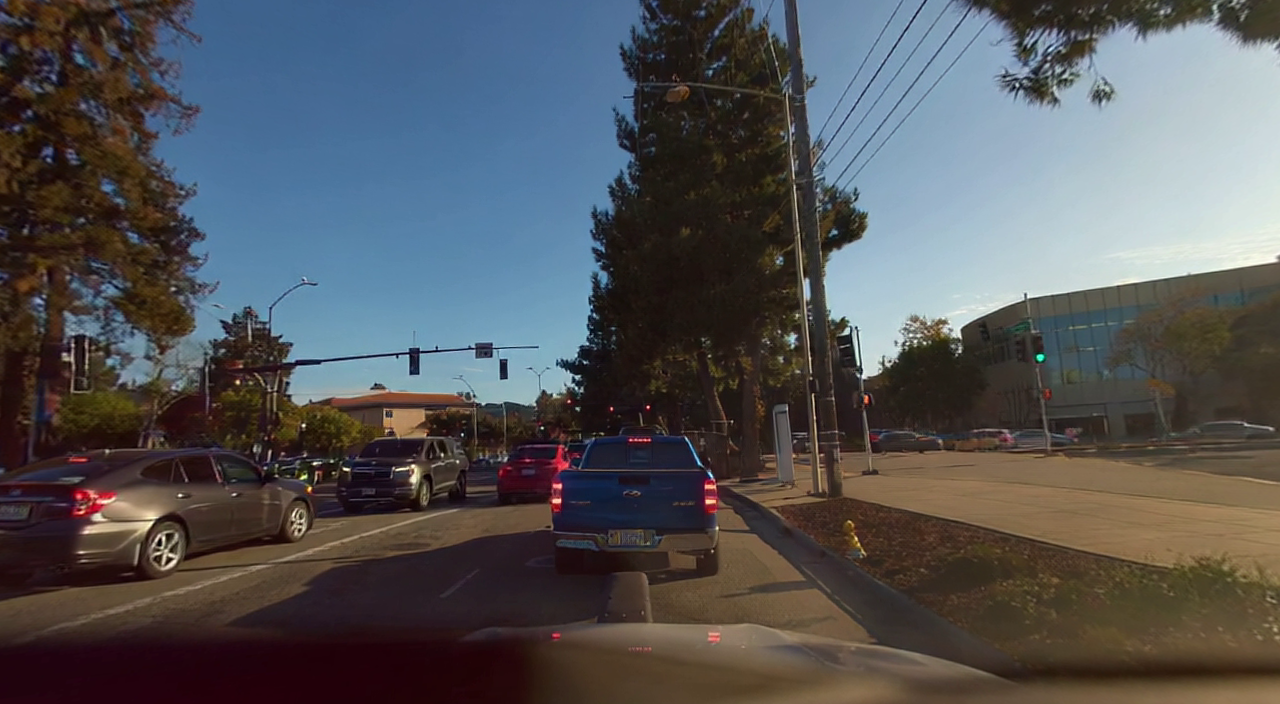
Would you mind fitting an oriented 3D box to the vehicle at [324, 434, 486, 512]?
[{"bbox_3d":[-6.166,3.225,17.351,2.230,1.811,5.183,-1,-9,3],"label":"vehicle"}]

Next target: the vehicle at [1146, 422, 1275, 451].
[{"bbox_3d":[30.521,4.589,33.811,4.739,1.472,1.804,-5,-10,29],"label":"vehicle"}]

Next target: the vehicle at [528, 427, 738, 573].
[{"bbox_3d":[-0.051,1.861,8.679,2.182,1.501,4.150,0,-9,1],"label":"vehicle"}]

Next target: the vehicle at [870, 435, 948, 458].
[{"bbox_3d":[17.575,6.191,41.099,4.441,1.452,1.798,-5,-10,30],"label":"vehicle"}]

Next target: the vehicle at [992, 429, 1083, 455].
[{"bbox_3d":[23.788,5.436,37.754,4.454,1.440,1.816,-5,-10,30],"label":"vehicle"}]

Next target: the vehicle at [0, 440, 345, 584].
[{"bbox_3d":[-6.343,2.062,9.021,1.948,1.530,4.283,0,-9,3],"label":"vehicle"}]
